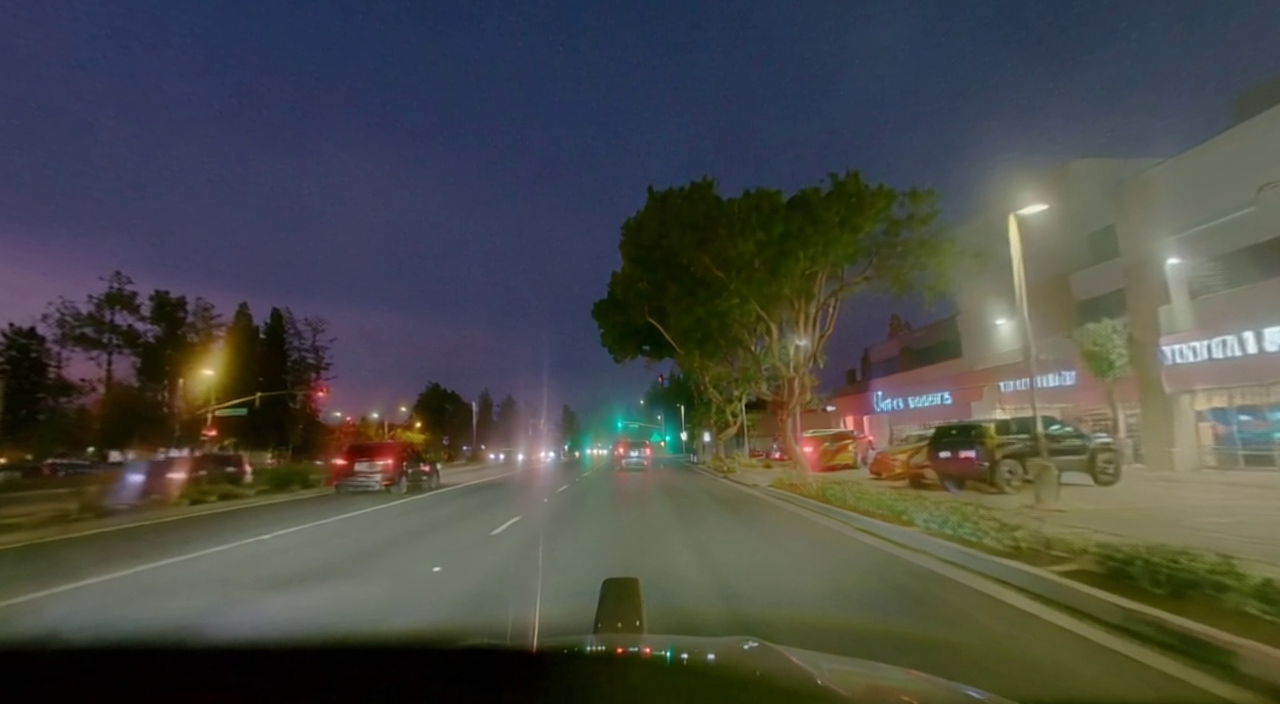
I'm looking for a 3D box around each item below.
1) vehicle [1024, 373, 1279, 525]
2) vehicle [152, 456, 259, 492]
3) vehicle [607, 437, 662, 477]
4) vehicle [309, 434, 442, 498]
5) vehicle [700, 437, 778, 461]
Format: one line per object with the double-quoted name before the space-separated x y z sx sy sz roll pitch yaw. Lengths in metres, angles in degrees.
"vehicle" 8.918 1.179 8.786 5.463 1.722 2.341 -7 -9 13
"vehicle" -20.256 5.677 29.701 1.963 1.456 4.339 0 -9 0
"vehicle" -0.255 4.205 25.509 2.061 1.469 3.954 0 -8 -2
"vehicle" -7.714 3.360 19.039 2.038 1.649 4.665 0 -8 -1
"vehicle" 6.416 6.336 41.191 4.619 1.523 1.873 1 -8 -7
